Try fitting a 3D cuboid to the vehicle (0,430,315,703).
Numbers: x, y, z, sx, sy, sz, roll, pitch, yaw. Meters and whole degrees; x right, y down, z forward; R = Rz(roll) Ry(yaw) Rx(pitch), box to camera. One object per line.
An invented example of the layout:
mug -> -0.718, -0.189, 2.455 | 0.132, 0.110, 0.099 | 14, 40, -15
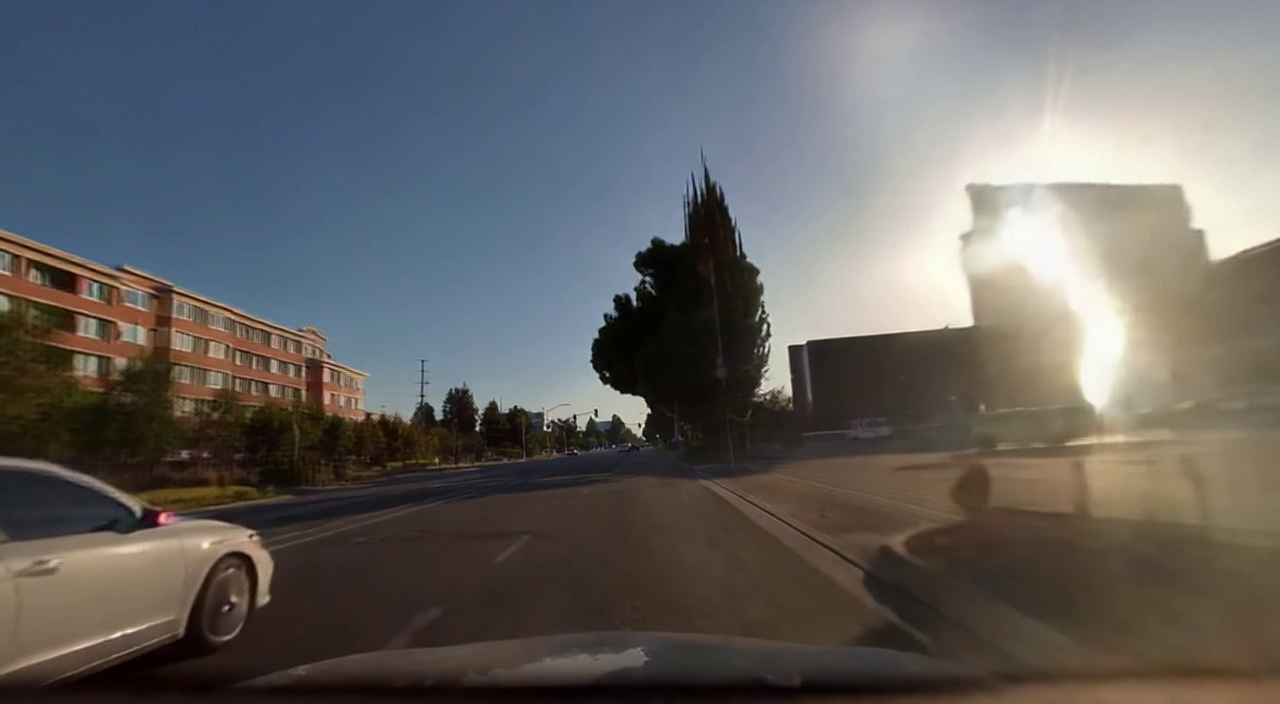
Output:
vehicle -> -3.600, 1.075, 2.602 | 1.972, 1.490, 4.591 | 0, -8, 2
